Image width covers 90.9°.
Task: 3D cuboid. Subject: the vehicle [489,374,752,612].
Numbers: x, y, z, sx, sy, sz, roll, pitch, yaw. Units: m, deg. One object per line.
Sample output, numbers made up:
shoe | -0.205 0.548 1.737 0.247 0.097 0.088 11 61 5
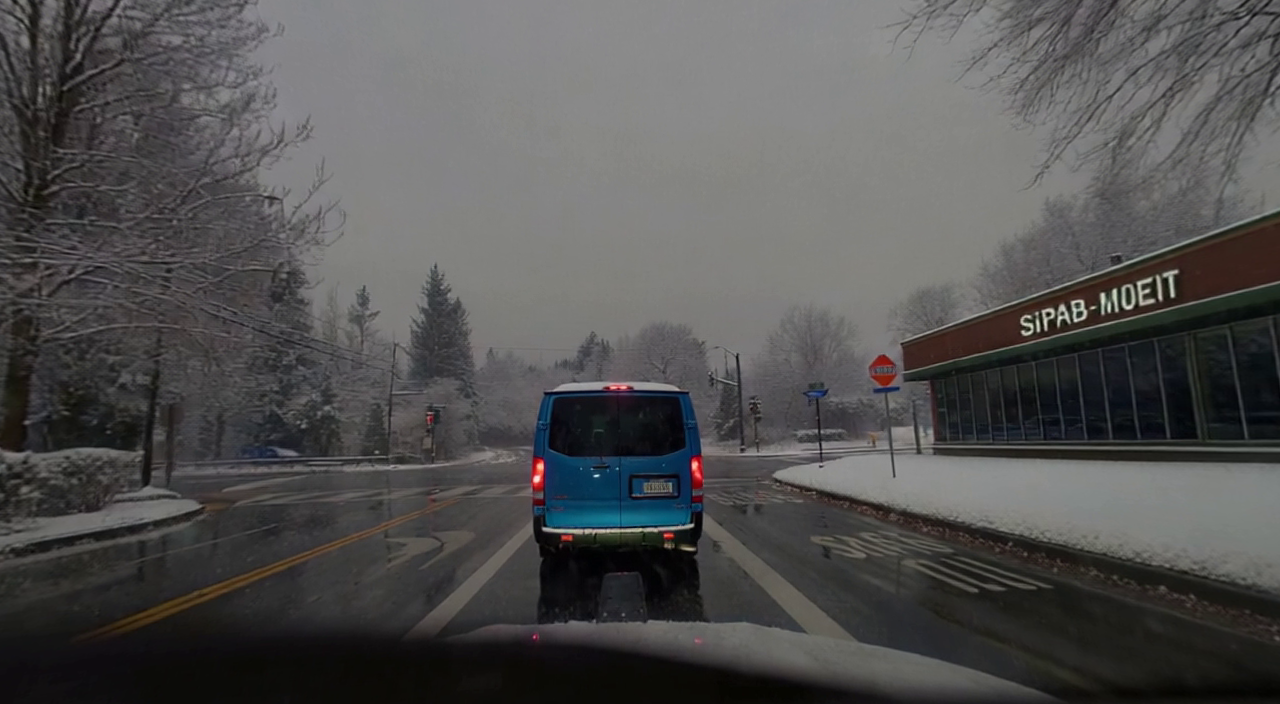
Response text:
vehicle | -0.289 1.466 7.295 2.181 1.949 3.932 1 -9 -4
